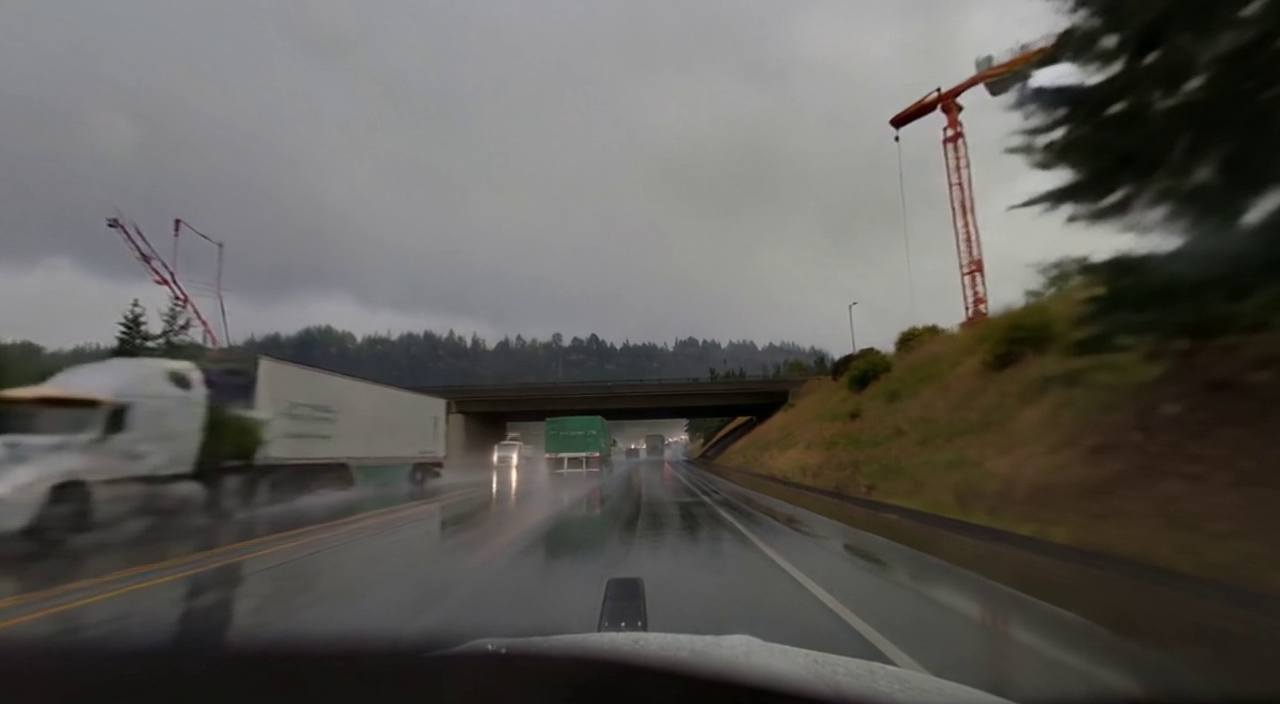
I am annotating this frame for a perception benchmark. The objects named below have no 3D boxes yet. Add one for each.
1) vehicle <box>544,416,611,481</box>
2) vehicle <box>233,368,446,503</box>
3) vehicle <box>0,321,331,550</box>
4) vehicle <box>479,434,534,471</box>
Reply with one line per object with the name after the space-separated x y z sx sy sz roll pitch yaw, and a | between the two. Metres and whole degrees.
-2.859 4.700 30.685 2.565 2.771 6.641 0 -9 0 | vehicle
-9.991 3.087 22.644 2.813 3.815 9.248 0 -9 1 | vehicle
-10.008 1.811 13.211 2.931 3.367 7.777 0 -9 1 | vehicle
-9.795 7.496 46.896 2.762 2.579 6.099 0 -9 0 | vehicle
